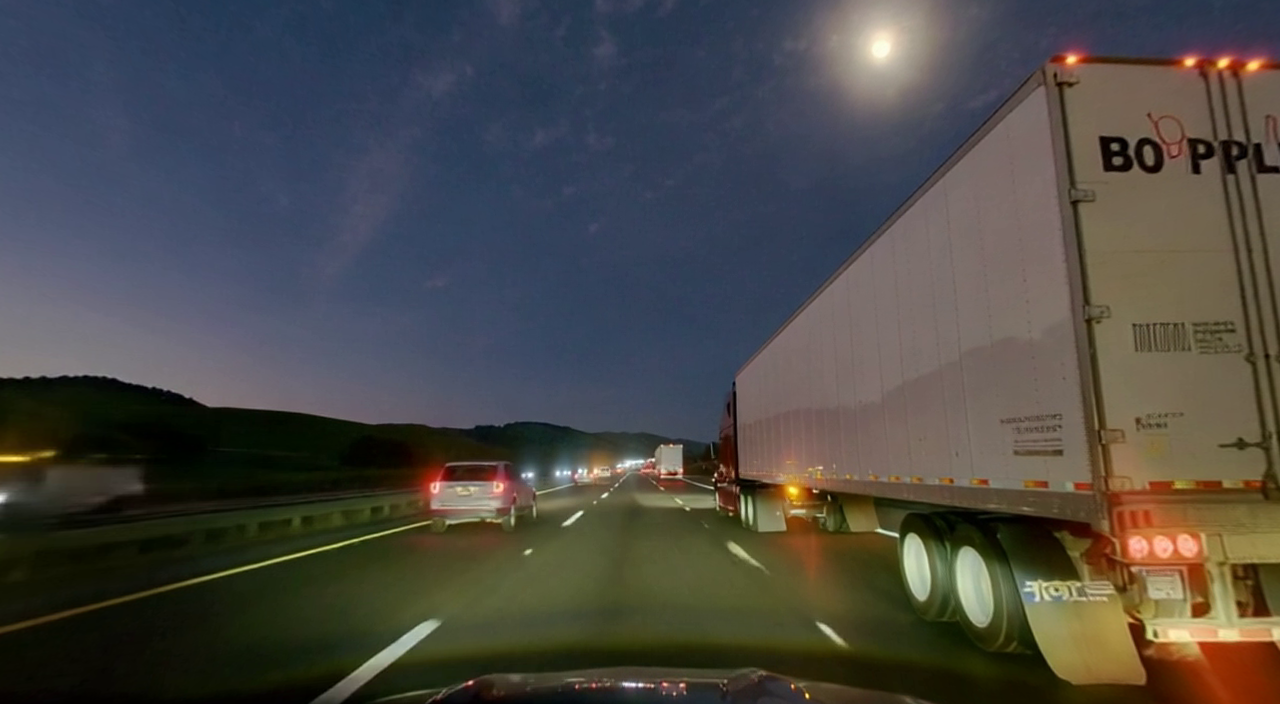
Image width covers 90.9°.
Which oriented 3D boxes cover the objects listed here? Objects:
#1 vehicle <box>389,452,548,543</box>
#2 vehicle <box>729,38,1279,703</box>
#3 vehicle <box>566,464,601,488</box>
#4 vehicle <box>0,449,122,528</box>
[{"bbox_3d":[-3.277,2.912,13.055,2.021,1.505,4.286,1,-11,1],"label":"vehicle"},{"bbox_3d":[4.007,1.302,10.564,2.839,4.062,14.051,1,-11,-1],"label":"vehicle"},{"bbox_3d":[-4.049,9.052,46.106,2.088,1.566,4.853,1,-11,0],"label":"vehicle"},{"bbox_3d":[-15.867,3.344,15.610,2.034,1.807,4.614,1,-11,0],"label":"vehicle"}]
